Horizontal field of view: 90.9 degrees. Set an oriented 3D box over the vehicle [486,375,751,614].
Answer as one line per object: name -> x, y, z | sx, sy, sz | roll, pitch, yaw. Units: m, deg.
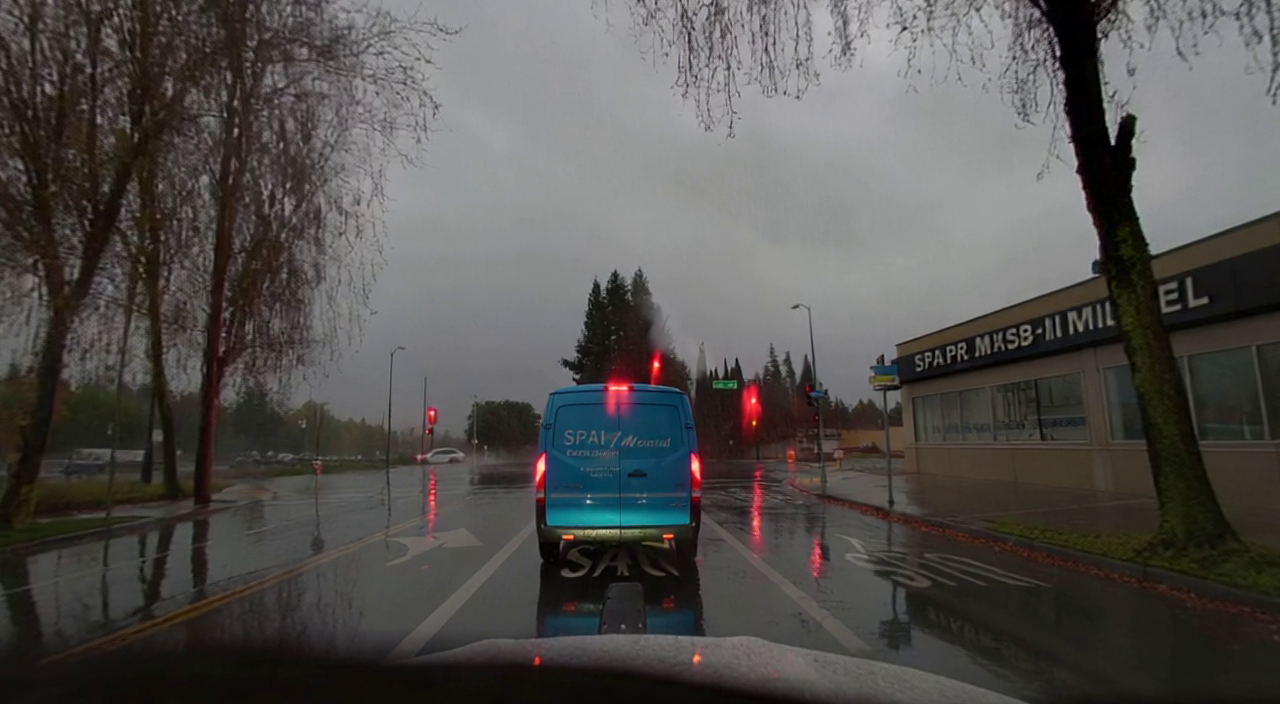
vehicle -> -0.297, 1.477, 7.281 | 2.181, 1.949, 3.932 | 1, -9, -4
